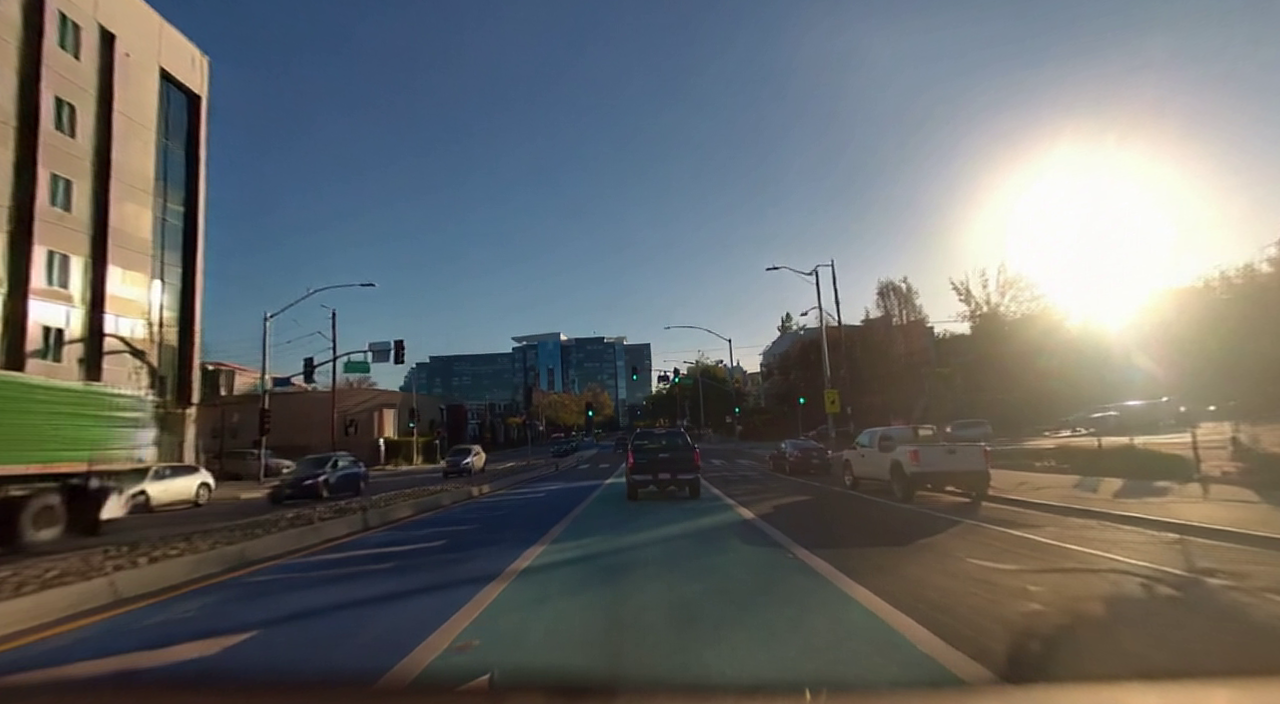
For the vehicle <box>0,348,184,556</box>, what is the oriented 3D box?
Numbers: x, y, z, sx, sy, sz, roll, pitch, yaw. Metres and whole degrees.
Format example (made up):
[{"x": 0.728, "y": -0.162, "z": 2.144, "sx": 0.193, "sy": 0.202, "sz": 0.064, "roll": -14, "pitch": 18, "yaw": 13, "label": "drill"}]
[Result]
[{"x": -13.632, "y": 1.753, "z": 10.953, "sx": 3.101, "sy": 3.878, "sz": 10.902, "roll": 0, "pitch": -9, "yaw": 1, "label": "vehicle"}]

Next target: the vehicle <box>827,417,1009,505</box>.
[{"x": 6.608, "y": 2.677, "z": 15.823, "sx": 2.205, "sy": 1.823, "sz": 5.078, "roll": 0, "pitch": -9, "yaw": 0, "label": "vehicle"}]

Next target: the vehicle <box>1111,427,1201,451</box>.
[{"x": 33.623, "y": 5.714, "z": 41.169, "sx": 4.275, "sy": 1.487, "sz": 1.781, "roll": 0, "pitch": -9, "yaw": 1, "label": "vehicle"}]

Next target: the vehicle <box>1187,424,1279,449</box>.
[{"x": 38.795, "y": 5.520, "z": 41.240, "sx": 4.286, "sy": 1.625, "sz": 1.809, "roll": 0, "pitch": -8, "yaw": 0, "label": "vehicle"}]

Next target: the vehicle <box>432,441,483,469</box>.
[{"x": -12.706, "y": 7.200, "z": 44.228, "sx": 1.975, "sy": 1.820, "sz": 4.838, "roll": -1, "pitch": -9, "yaw": 2, "label": "vehicle"}]

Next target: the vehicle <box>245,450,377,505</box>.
[{"x": -10.476, "y": 3.992, "z": 20.540, "sx": 2.019, "sy": 1.547, "sz": 4.315, "roll": 0, "pitch": -9, "yaw": -1, "label": "vehicle"}]

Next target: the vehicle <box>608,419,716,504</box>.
[{"x": 0.441, "y": 2.651, "z": 15.520, "sx": 2.283, "sy": 1.773, "sz": 4.255, "roll": 0, "pitch": -9, "yaw": 0, "label": "vehicle"}]

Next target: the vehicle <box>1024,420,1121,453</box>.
[{"x": 28.298, "y": 5.555, "z": 41.330, "sx": 4.655, "sy": 1.852, "sz": 2.161, "roll": -2, "pitch": -10, "yaw": -2, "label": "vehicle"}]
